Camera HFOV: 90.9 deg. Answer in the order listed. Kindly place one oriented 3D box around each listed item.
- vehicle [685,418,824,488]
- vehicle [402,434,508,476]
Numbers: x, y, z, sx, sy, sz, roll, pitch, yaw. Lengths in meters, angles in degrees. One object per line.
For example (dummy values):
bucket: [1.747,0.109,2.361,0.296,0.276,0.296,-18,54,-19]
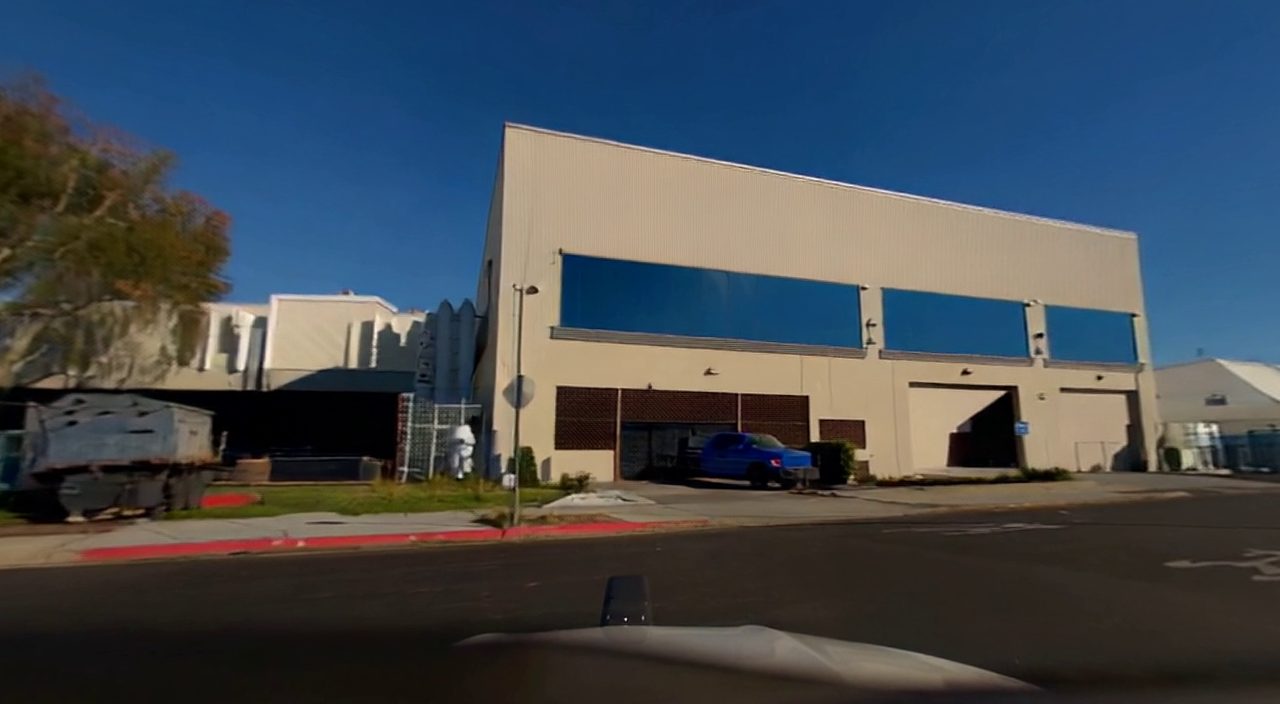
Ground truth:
vehicle: [5.412,4.829,29.737,6.271,3.004,2.298,5,-11,-25]
vehicle: [-10.021,5.548,34.220,5.207,2.103,1.997,4,-9,-26]
